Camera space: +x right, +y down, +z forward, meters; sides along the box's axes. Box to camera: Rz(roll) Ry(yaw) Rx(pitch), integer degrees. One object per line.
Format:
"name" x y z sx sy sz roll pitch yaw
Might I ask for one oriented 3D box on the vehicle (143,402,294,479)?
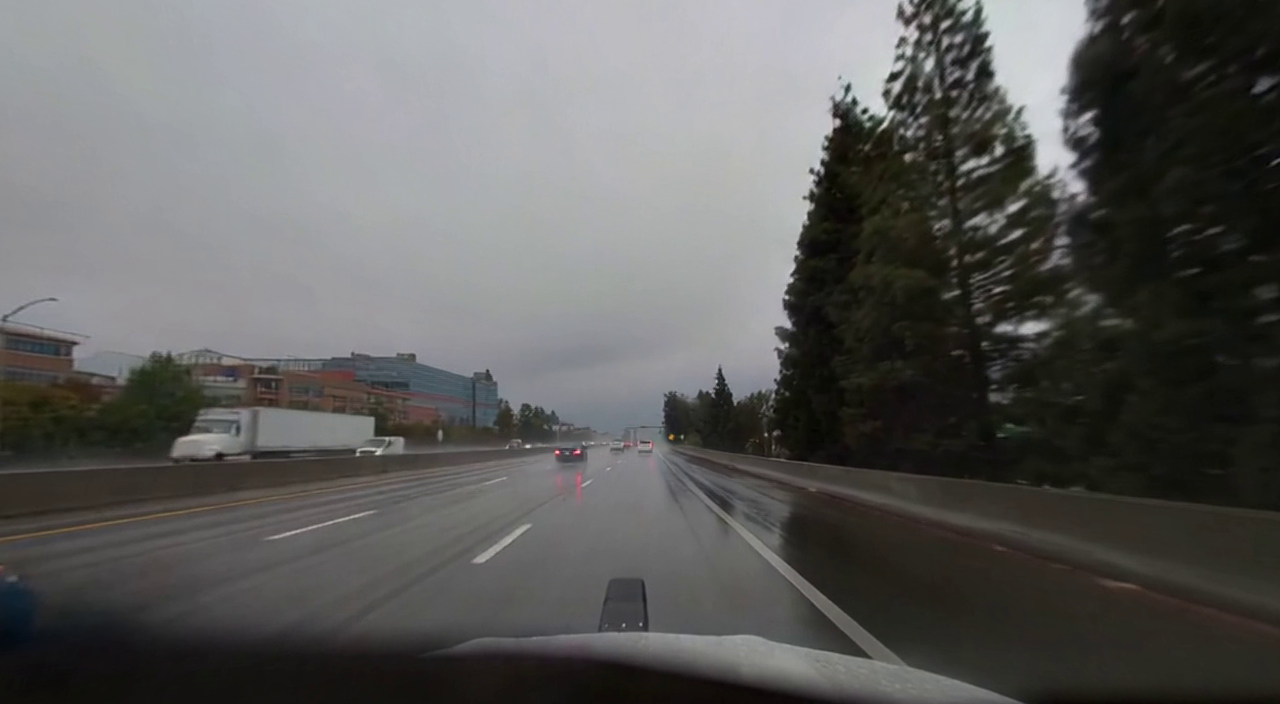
"vehicle" -24.549 5.278 37.503 3.059 3.993 8.430 0 -8 0

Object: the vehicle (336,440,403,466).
"vehicle" -20.529 7.680 48.207 2.244 1.899 6.273 0 -8 1

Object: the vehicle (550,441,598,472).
"vehicle" -3.259 5.216 31.785 1.926 1.464 4.186 0 -8 1
